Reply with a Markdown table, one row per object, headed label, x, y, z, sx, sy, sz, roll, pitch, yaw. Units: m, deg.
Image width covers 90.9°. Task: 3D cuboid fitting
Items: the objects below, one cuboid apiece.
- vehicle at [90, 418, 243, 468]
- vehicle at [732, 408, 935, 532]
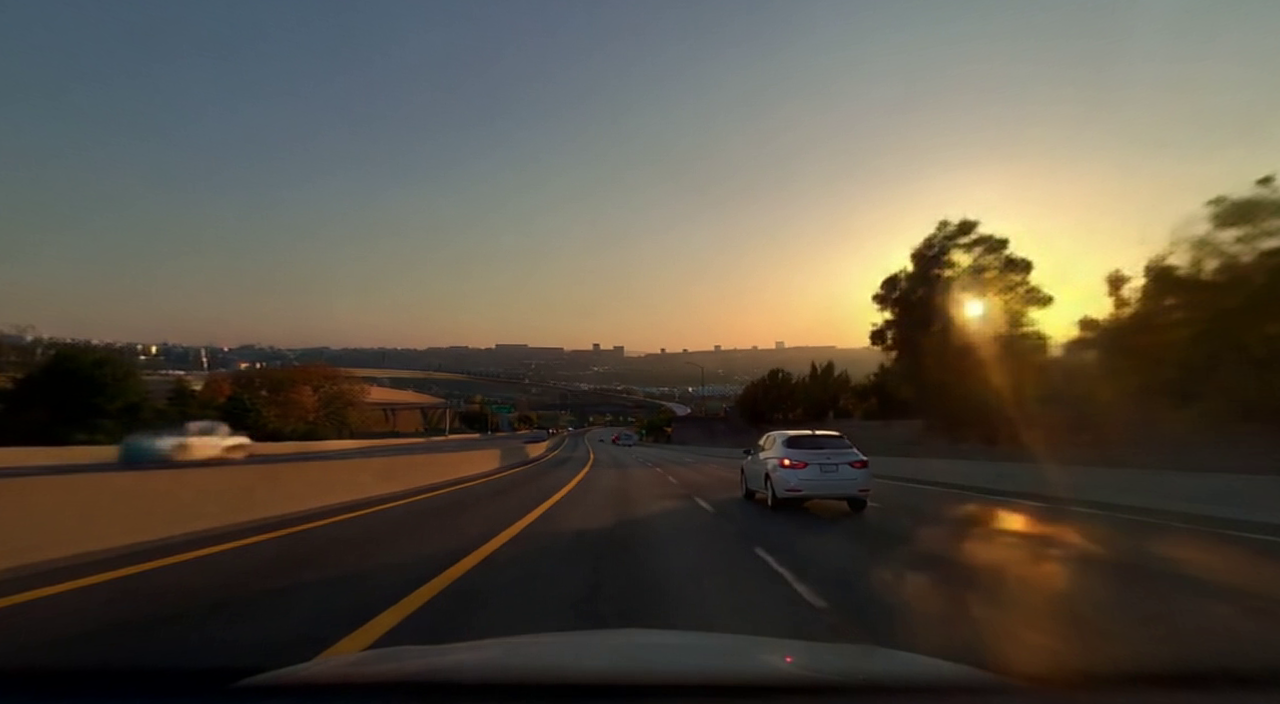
| label | x | y | z | sx | sy | sz | roll | pitch | yaw |
| --- | --- | --- | --- | --- | --- | --- | --- | --- | --- |
| vehicle | -19.367 | 3.786 | 26.257 | 2.204 | 1.834 | 5.549 | 0 | -8 | -2 |
| vehicle | 3.023 | 1.961 | 10.988 | 2.059 | 1.715 | 4.192 | 0 | -8 | -2 |
